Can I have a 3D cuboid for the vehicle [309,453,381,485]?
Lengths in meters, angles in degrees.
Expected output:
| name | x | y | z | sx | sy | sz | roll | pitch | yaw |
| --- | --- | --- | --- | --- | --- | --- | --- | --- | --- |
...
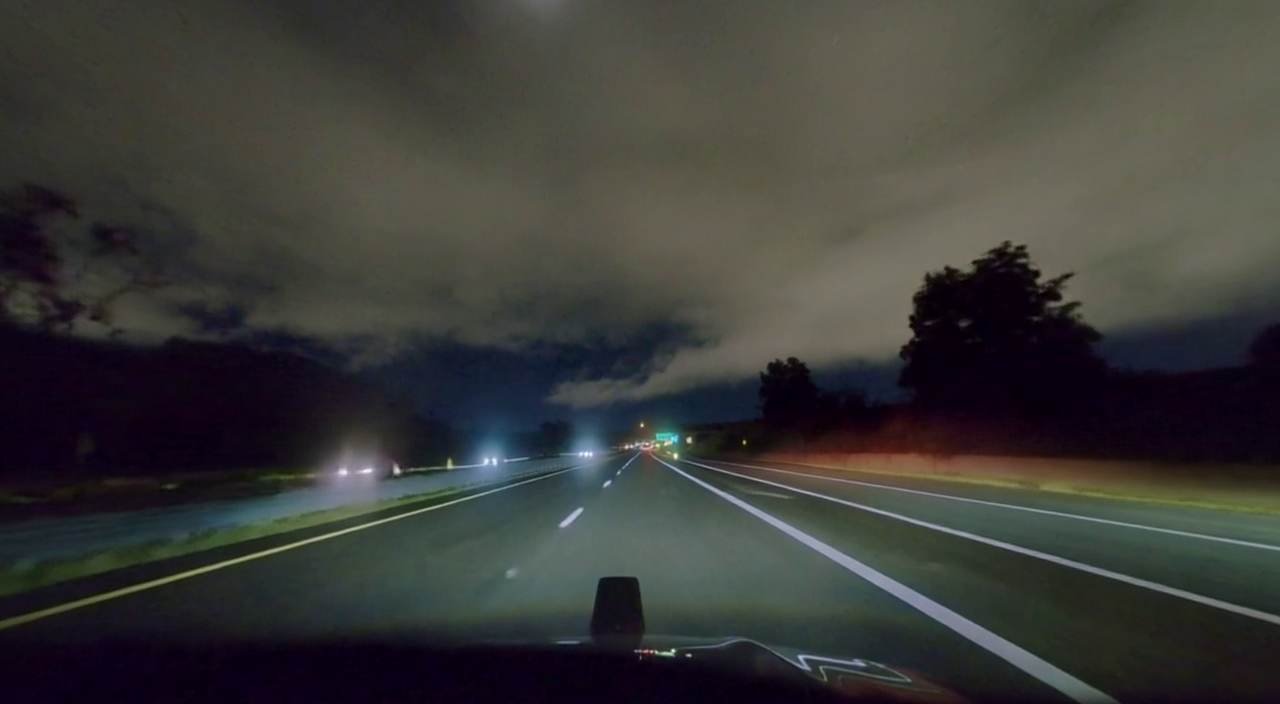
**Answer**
| name | x | y | z | sx | sy | sz | roll | pitch | yaw |
| --- | --- | --- | --- | --- | --- | --- | --- | --- | --- |
| vehicle | -15.705 | 6.244 | 33.813 | 1.819 | 1.560 | 4.040 | 0 | -9 | 1 |
